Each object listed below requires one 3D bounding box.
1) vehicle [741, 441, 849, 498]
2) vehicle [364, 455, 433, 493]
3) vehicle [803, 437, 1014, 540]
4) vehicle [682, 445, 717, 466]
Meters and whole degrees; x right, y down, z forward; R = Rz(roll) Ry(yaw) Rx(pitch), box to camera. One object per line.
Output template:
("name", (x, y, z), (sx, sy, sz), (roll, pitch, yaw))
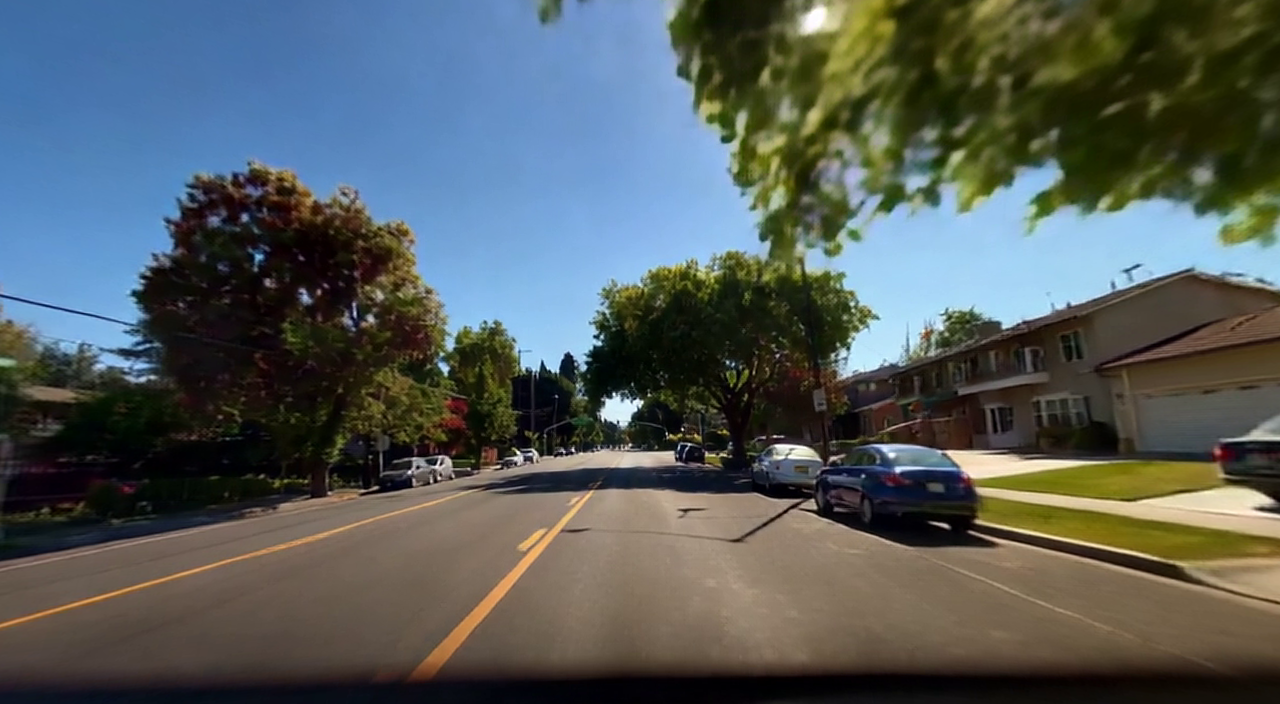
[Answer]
("vehicle", (4.472, 3.460, 19.076), (1.887, 1.480, 4.731), (0, -9, -2))
("vehicle", (-11.633, 5.879, 30.762), (1.845, 1.626, 4.105), (0, -9, -2))
("vehicle", (4.564, 2.355, 11.576), (1.924, 1.516, 4.163), (0, -9, -2))
("vehicle", (4.298, 7.608, 46.432), (2.010, 1.461, 4.247), (0, -9, -2))
